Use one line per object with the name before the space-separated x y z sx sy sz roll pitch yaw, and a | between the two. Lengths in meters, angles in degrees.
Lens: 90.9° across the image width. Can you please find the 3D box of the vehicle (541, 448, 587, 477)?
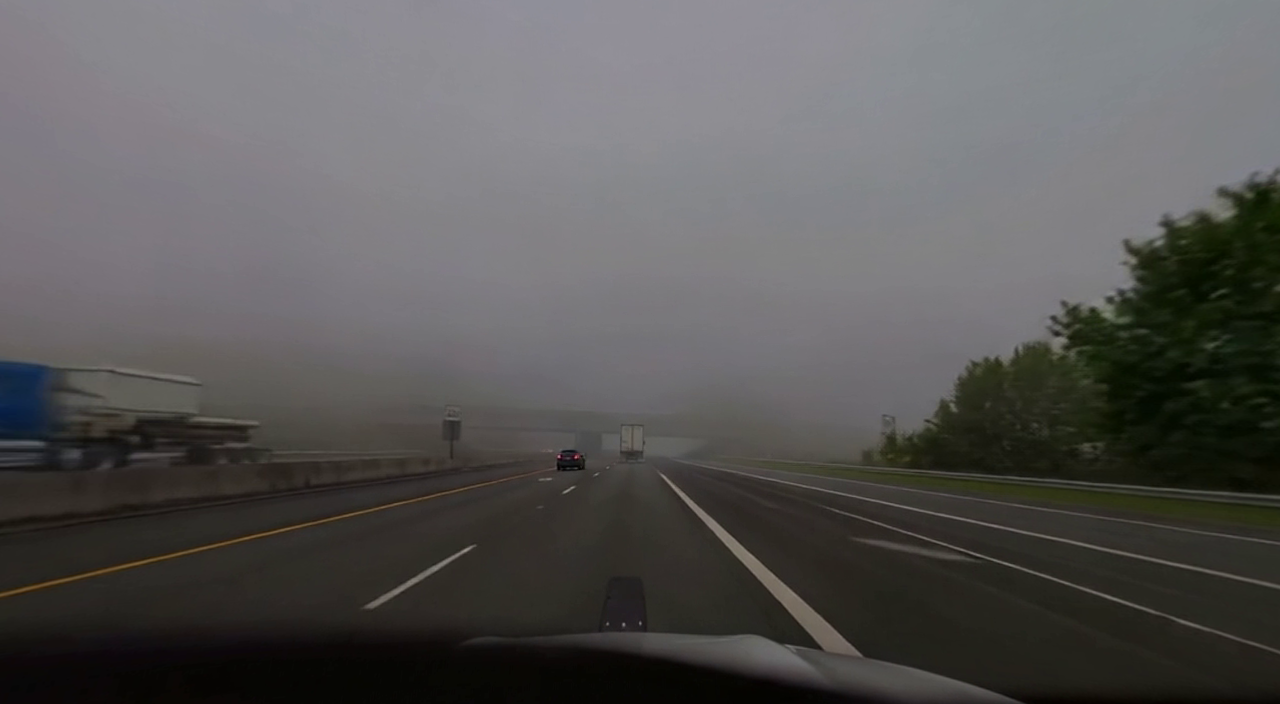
vehicle | -4.201 6.210 35.645 2.042 1.526 4.516 0 -9 0

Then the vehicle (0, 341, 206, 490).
vehicle | -16.714 1.938 17.718 2.946 3.523 8.294 0 -9 0
